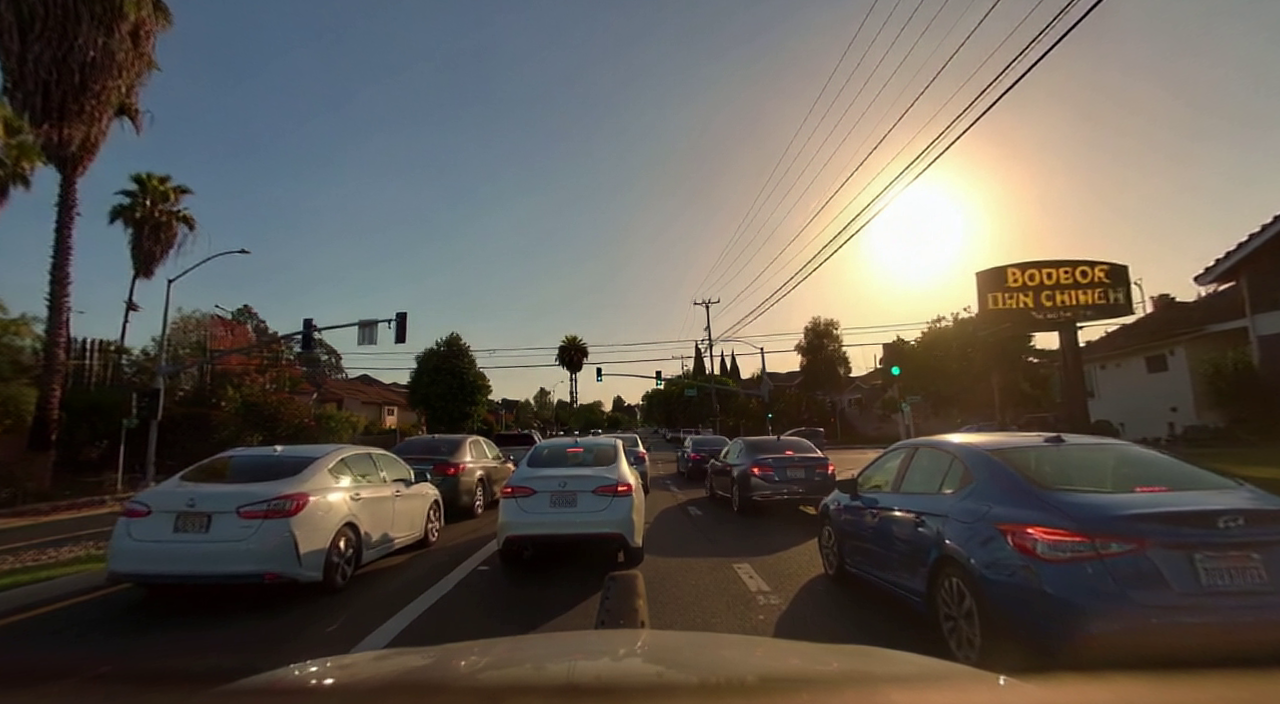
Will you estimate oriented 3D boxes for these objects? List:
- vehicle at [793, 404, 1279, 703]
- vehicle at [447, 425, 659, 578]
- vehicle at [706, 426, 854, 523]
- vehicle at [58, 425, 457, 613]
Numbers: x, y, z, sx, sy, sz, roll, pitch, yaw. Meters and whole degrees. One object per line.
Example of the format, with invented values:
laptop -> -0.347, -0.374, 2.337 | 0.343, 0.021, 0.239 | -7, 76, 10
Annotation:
vehicle -> 2.766, 1.274, 4.838 | 2.014, 1.464, 4.312 | 0, -9, -1
vehicle -> -0.944, 1.782, 8.292 | 2.104, 1.500, 3.815 | 0, -9, -3
vehicle -> 2.589, 2.384, 12.826 | 1.956, 1.615, 4.205 | 0, -9, -1
vehicle -> -3.712, 1.668, 7.372 | 2.058, 1.474, 4.473 | 0, -9, -3
